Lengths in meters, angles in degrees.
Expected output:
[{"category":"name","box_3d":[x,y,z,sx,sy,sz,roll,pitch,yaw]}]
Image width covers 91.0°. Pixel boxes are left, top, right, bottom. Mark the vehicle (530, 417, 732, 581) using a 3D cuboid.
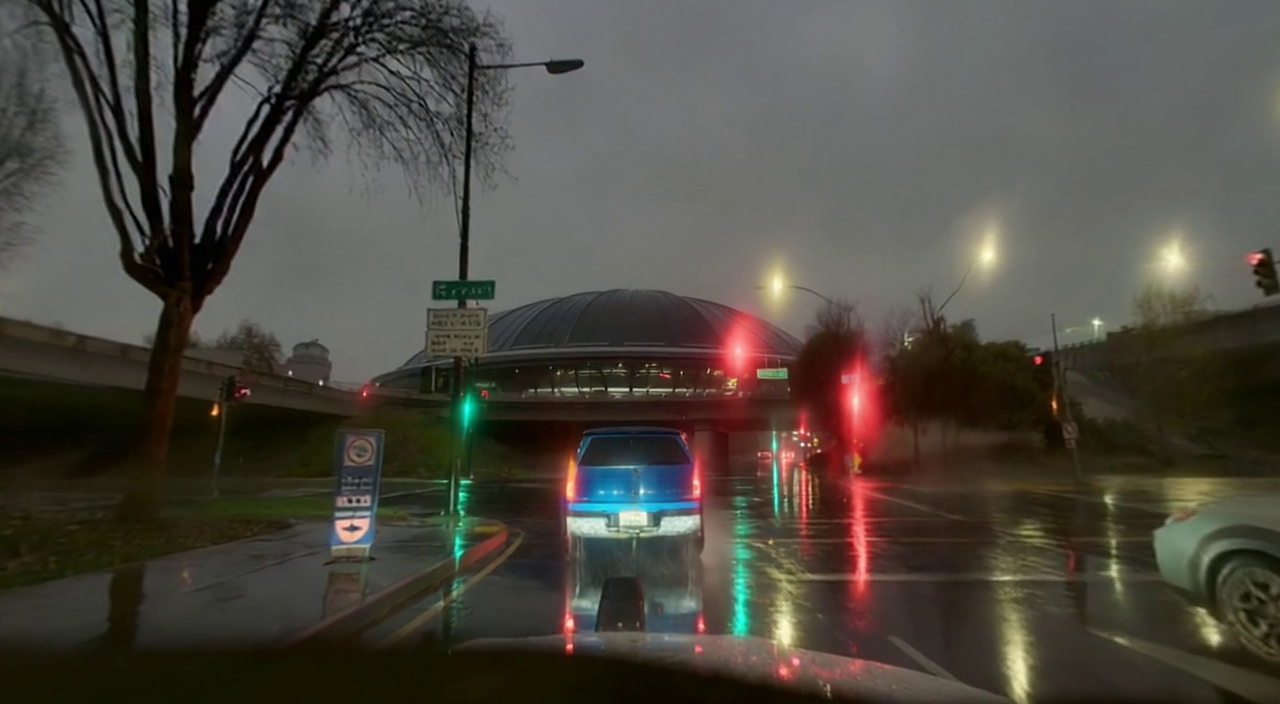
[{"category":"vehicle","box_3d":[-0.147,1.735,8.121,1.976,1.584,3.772,1,-9,-2]}]
